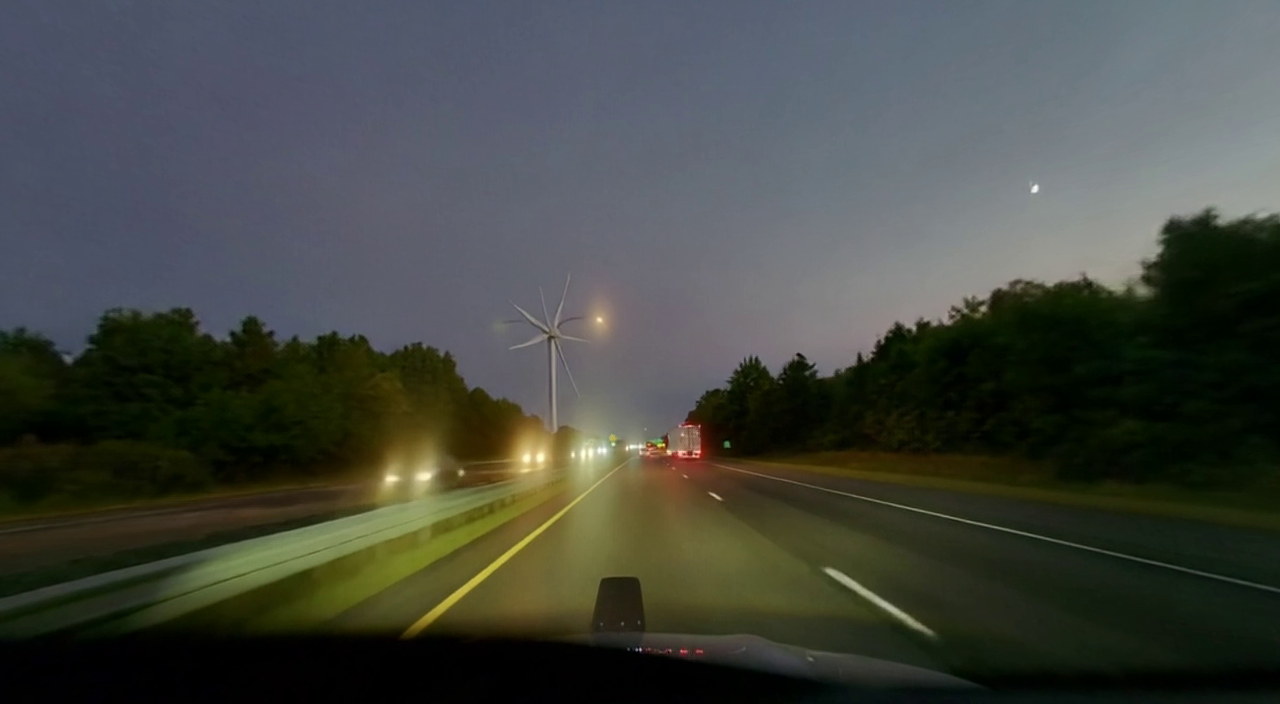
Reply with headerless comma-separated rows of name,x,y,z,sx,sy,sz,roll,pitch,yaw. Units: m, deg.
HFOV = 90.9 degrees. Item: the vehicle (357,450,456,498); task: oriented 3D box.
vehicle,-8.596,4.493,23.656,2.074,1.607,4.254,0,-9,0
